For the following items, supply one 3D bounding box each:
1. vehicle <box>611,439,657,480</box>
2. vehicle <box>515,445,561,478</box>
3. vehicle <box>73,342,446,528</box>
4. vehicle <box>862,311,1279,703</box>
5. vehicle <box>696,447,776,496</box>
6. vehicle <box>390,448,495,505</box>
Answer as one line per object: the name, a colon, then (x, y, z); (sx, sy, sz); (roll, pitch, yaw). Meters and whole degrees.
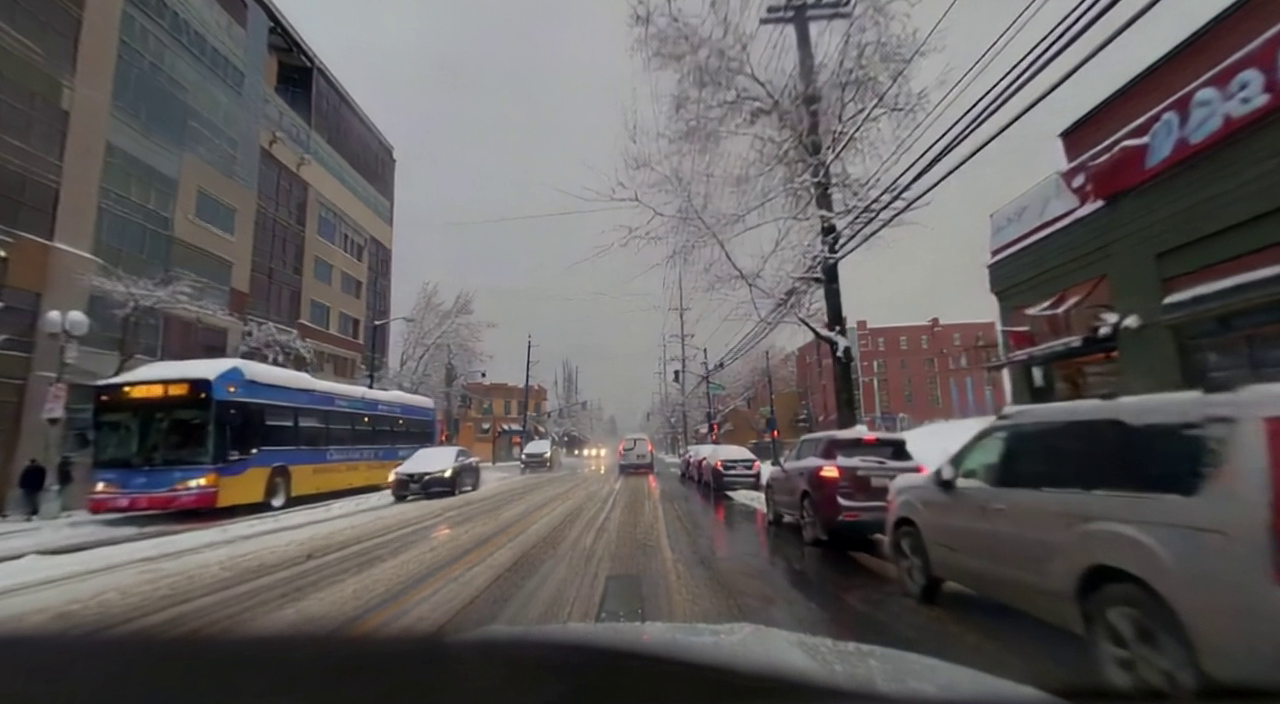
vehicle: (-0.276, 5.306, 31.404); (2.127, 1.893, 4.194); (-1, -9, 1)
vehicle: (-5.840, 6.291, 36.654); (2.050, 1.763, 4.119); (0, -9, 0)
vehicle: (-9.548, 2.668, 19.153); (3.022, 3.627, 13.129); (-2, -9, 1)
vehicle: (3.128, 0.999, 3.748); (1.998, 1.746, 4.443); (-1, -9, 0)
vehicle: (3.152, 4.036, 21.748); (2.018, 1.474, 4.524); (0, -9, 0)
vehicle: (-6.084, 3.845, 19.994); (1.954, 1.581, 4.197); (-1, -9, 0)
